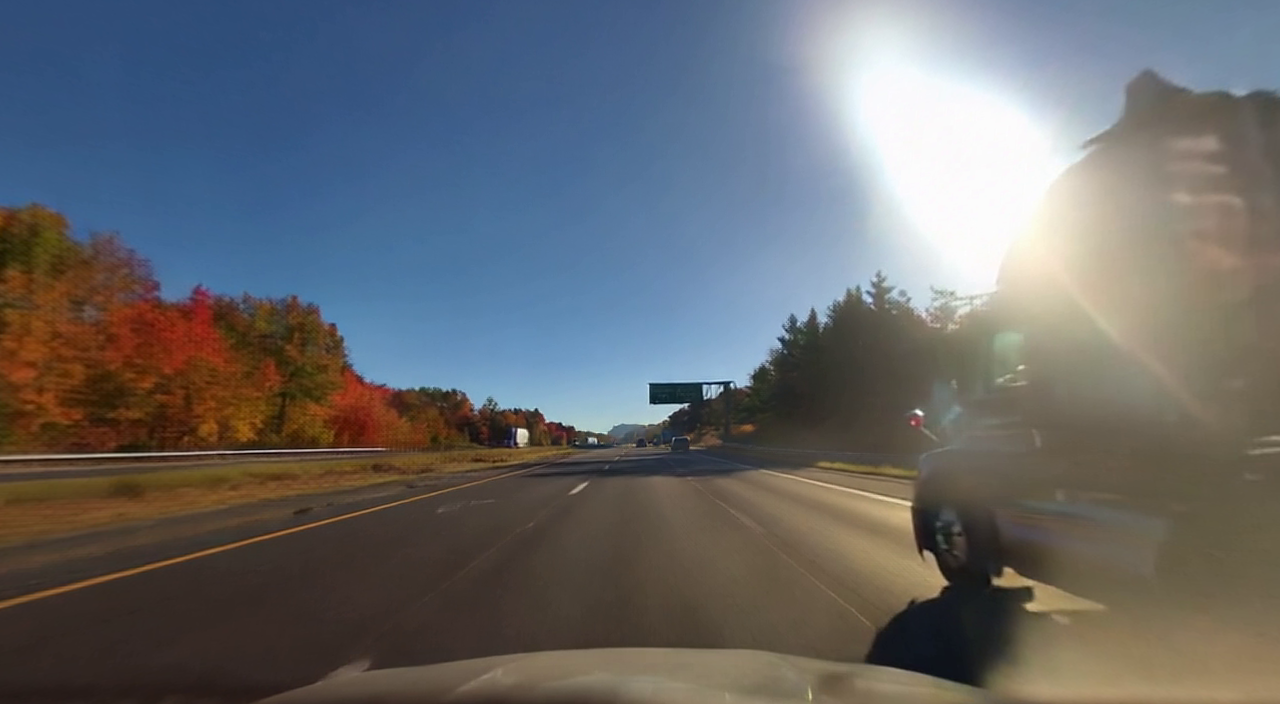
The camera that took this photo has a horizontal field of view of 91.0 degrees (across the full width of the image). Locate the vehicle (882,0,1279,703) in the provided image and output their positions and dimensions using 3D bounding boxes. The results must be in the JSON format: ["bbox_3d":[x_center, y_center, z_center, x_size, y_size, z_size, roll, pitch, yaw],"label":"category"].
[{"bbox_3d":[3.846,-0.432,1.722,3.040,4.038,8.179,0,-8,0],"label":"vehicle"}]
